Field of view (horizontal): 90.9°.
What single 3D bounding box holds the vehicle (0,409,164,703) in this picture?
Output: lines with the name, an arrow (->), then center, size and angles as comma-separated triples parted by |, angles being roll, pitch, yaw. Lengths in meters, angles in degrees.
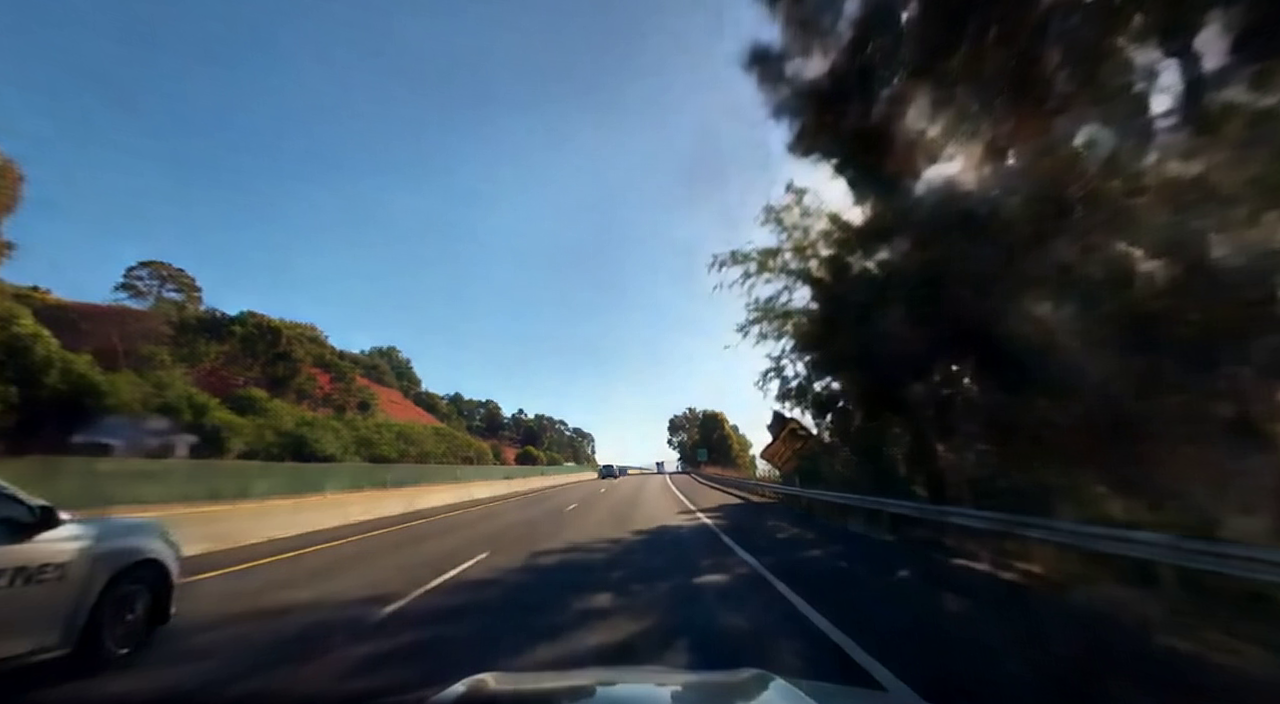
vehicle -> -4.069, 0.726, 1.367 | 2.135, 1.506, 5.041 | 1, -10, 0
